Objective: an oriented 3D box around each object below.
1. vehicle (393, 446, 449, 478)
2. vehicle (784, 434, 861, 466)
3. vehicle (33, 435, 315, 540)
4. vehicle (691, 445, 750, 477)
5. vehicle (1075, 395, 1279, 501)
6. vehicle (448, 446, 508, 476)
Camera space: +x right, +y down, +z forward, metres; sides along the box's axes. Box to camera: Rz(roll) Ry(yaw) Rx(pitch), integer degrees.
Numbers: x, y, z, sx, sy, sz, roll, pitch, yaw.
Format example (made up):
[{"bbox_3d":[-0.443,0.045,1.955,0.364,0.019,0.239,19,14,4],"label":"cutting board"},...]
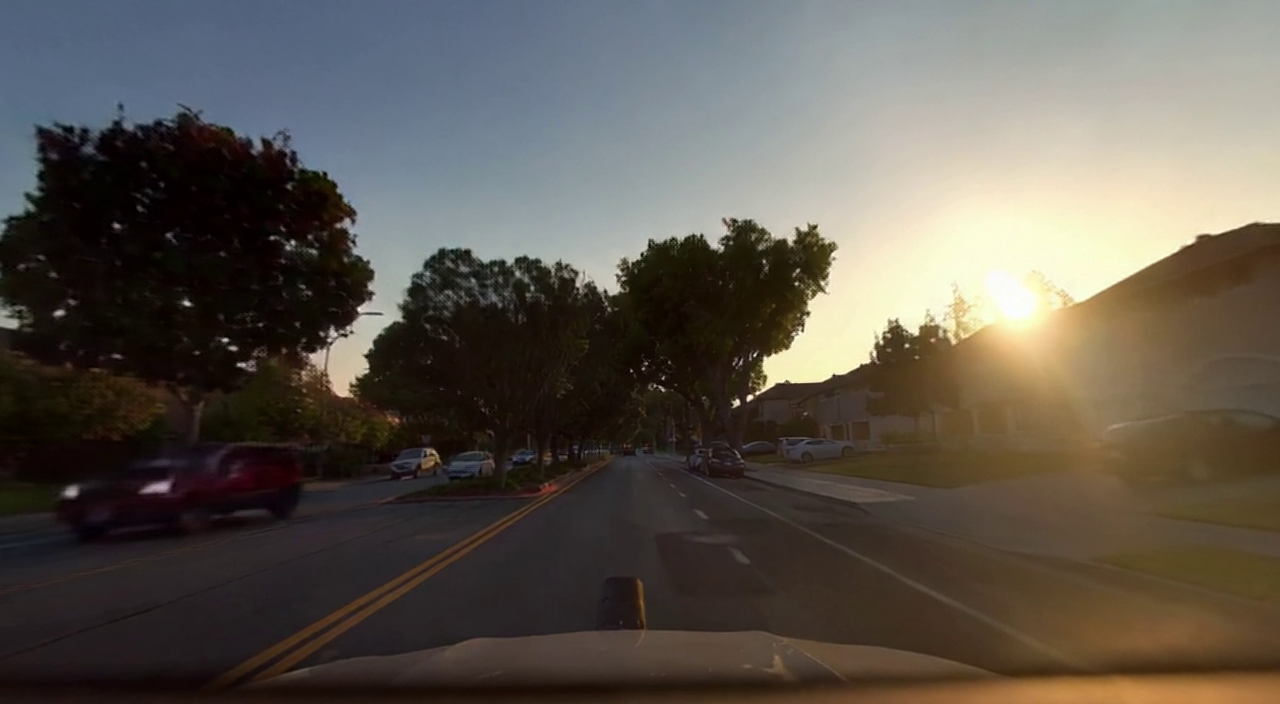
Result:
[{"bbox_3d":[-13.379,6.688,38.853,1.978,1.706,4.310,-3,-8,-1],"label":"vehicle"},{"bbox_3d":[10.946,5.900,38.077,3.999,1.599,1.819,-4,-8,0],"label":"vehicle"},{"bbox_3d":[-8.581,2.487,12.330,2.030,1.632,4.520,0,-8,0],"label":"vehicle"},{"bbox_3d":[3.848,5.317,31.100,1.946,1.431,4.695,1,-8,-5],"label":"vehicle"},{"bbox_3d":[11.986,1.866,12.892,4.625,1.711,1.910,-6,-8,1],"label":"vehicle"},{"bbox_3d":[-8.670,5.863,34.250,1.986,1.442,4.602,0,-8,1],"label":"vehicle"}]
